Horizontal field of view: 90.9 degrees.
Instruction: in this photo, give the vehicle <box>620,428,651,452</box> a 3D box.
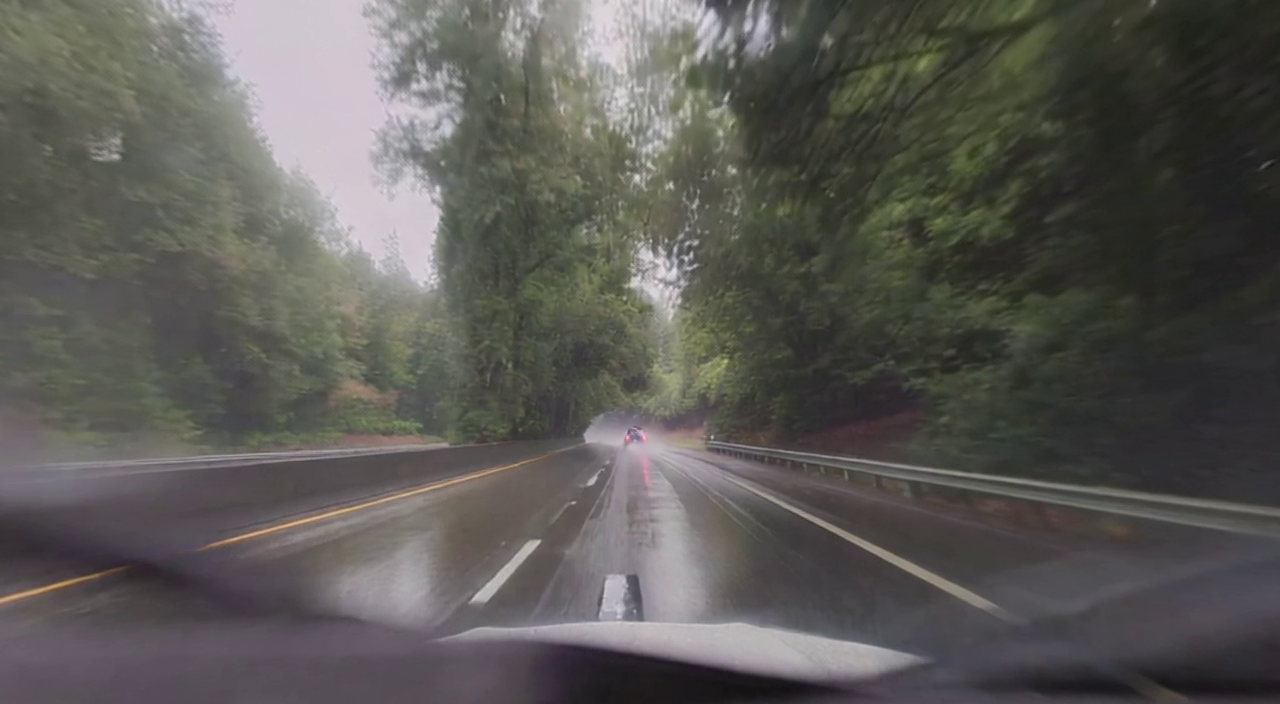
[{"bbox_3d":[-0.405,6.859,49.214,2.240,1.801,4.545,0,-8,-2],"label":"vehicle"}]
